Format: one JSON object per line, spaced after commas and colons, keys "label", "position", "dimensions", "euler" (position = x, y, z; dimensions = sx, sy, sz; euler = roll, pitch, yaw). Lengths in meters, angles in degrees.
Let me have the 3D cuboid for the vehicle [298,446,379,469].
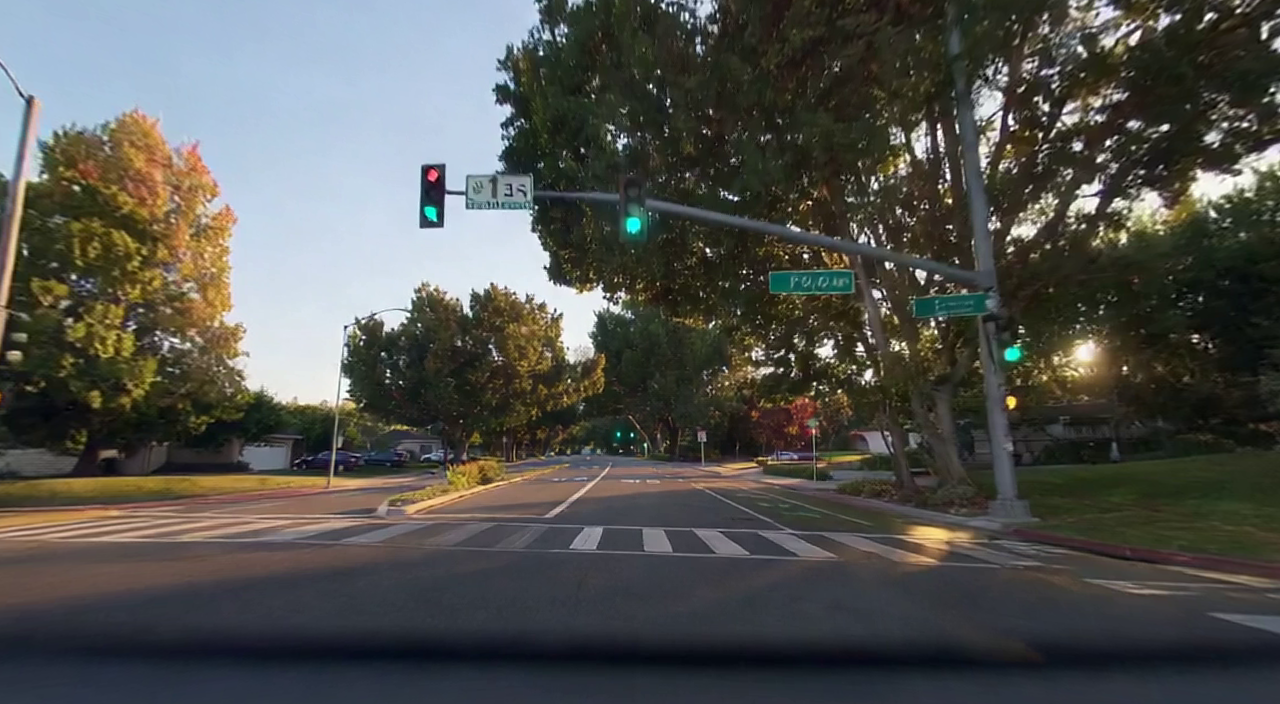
{"label": "vehicle", "position": [-20.713, 7.274, 43.495], "dimensions": [4.536, 1.502, 1.975], "euler": [-1, -9, 4]}
